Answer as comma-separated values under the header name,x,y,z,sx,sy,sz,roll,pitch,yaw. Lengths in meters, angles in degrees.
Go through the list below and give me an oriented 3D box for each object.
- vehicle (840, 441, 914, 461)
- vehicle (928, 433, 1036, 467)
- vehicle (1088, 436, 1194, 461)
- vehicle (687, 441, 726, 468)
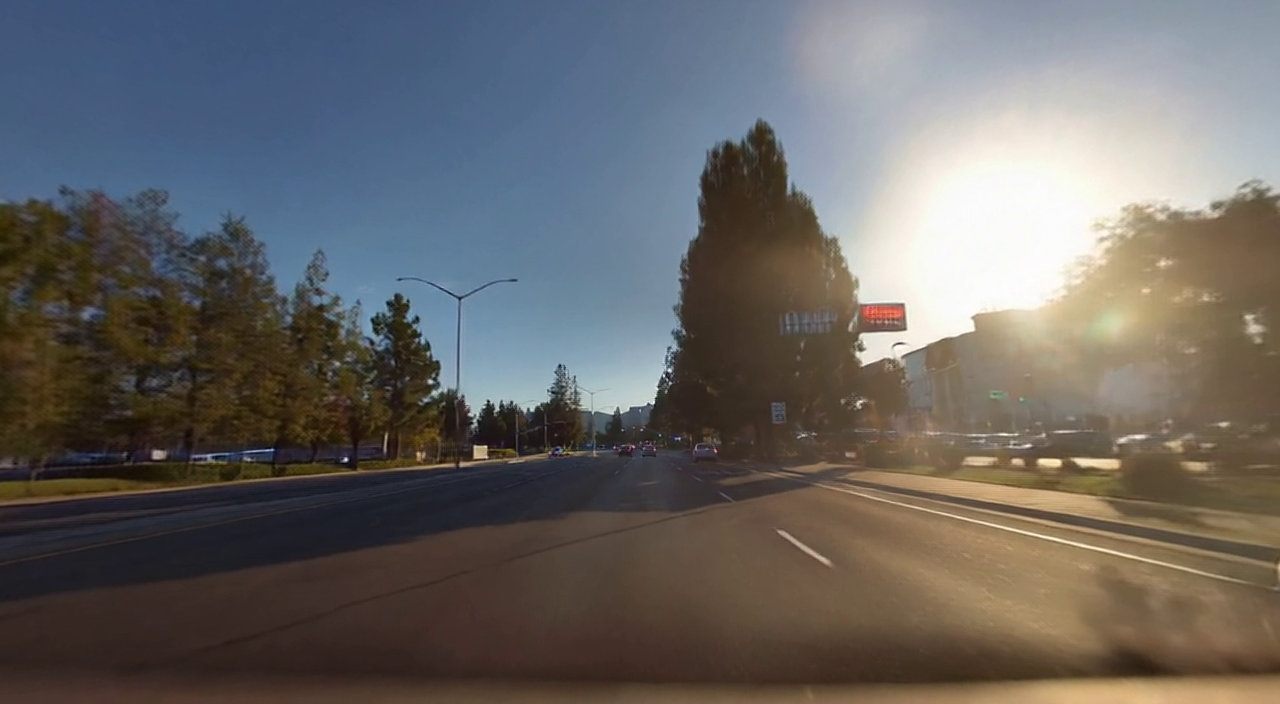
name,x,y,z,sx,sy,sz,roll,pitch,yaw
vehicle,17.332,7.282,46.303,4.685,1.478,1.849,0,-9,2
vehicle,17.867,5.132,33.103,4.386,1.701,2.121,-1,-8,3
vehicle,32.405,6.245,40.876,5.080,1.504,1.946,-8,-12,44
vehicle,4.255,6.629,40.986,2.007,1.683,4.171,0,-8,-1
